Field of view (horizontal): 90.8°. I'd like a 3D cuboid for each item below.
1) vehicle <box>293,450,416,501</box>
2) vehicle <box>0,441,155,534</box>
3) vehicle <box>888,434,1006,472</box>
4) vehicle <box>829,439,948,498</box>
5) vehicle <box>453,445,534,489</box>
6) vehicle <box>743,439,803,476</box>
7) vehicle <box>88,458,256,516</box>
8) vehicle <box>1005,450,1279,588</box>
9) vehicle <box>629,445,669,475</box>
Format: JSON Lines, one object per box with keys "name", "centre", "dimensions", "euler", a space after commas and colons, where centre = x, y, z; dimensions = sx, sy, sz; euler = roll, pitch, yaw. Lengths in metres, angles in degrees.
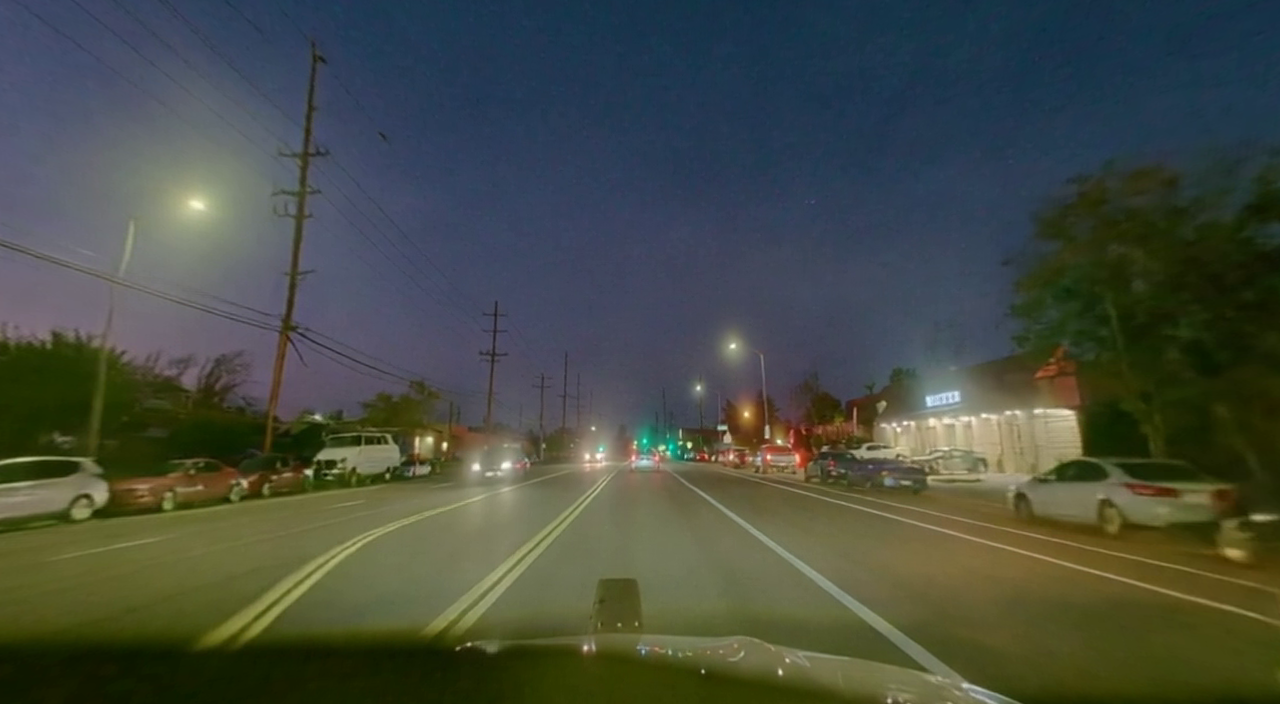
{"name": "vehicle", "centre": [-9.605, 4.160, 21.753], "dimensions": [2.060, 1.507, 4.532], "euler": [0, -8, 1]}
{"name": "vehicle", "centre": [-14.074, 2.918, 13.693], "dimensions": [2.367, 1.849, 5.874], "euler": [-2, -8, 2]}
{"name": "vehicle", "centre": [15.397, 5.088, 31.912], "dimensions": [4.698, 1.815, 2.342], "euler": [0, -8, 1]}
{"name": "vehicle", "centre": [8.044, 3.782, 21.013], "dimensions": [2.003, 1.723, 4.654], "euler": [0, -8, 0]}
{"name": "vehicle", "centre": [-5.958, 4.711, 26.349], "dimensions": [2.213, 1.626, 4.736], "euler": [0, -8, 1]}
{"name": "vehicle", "centre": [7.833, 6.263, 37.848], "dimensions": [2.370, 2.022, 5.918], "euler": [0, -8, 1]}
{"name": "vehicle", "centre": [-14.111, 4.044, 19.457], "dimensions": [1.795, 1.462, 4.466], "euler": [0, -8, -1]}
{"name": "vehicle", "centre": [7.661, 2.172, 9.195], "dimensions": [1.874, 1.437, 4.593], "euler": [0, -8, -1]}
{"name": "vehicle", "centre": [0.477, 6.038, 35.513], "dimensions": [2.067, 1.547, 4.513], "euler": [0, -8, 0]}
